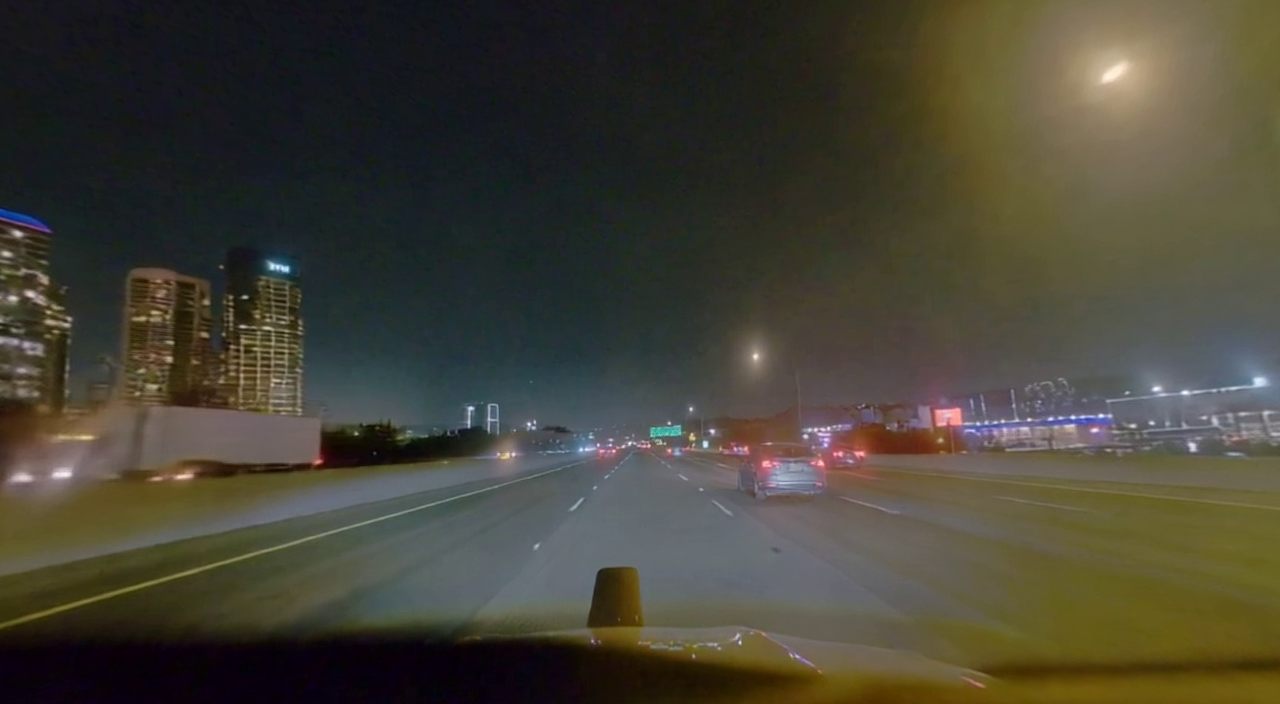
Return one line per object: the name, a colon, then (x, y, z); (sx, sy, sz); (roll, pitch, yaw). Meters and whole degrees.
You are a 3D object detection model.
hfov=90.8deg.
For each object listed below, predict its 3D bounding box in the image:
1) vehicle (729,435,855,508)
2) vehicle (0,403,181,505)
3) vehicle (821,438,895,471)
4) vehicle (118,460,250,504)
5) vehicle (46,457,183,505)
vehicle: (3.492, 2.812, 15.340); (1.961, 1.504, 4.094); (0, -8, -1)
vehicle: (-25.642, 4.607, 28.896); (3.040, 3.957, 8.113); (0, -8, 0)
vehicle: (10.650, 5.039, 31.196); (2.019, 1.529, 4.385); (0, -8, -1)
vehicle: (-17.770, 5.050, 24.926); (1.856, 1.479, 4.463); (0, -8, 0)
vehicle: (-21.657, 5.288, 26.303); (1.954, 1.694, 4.325); (0, -8, 0)
